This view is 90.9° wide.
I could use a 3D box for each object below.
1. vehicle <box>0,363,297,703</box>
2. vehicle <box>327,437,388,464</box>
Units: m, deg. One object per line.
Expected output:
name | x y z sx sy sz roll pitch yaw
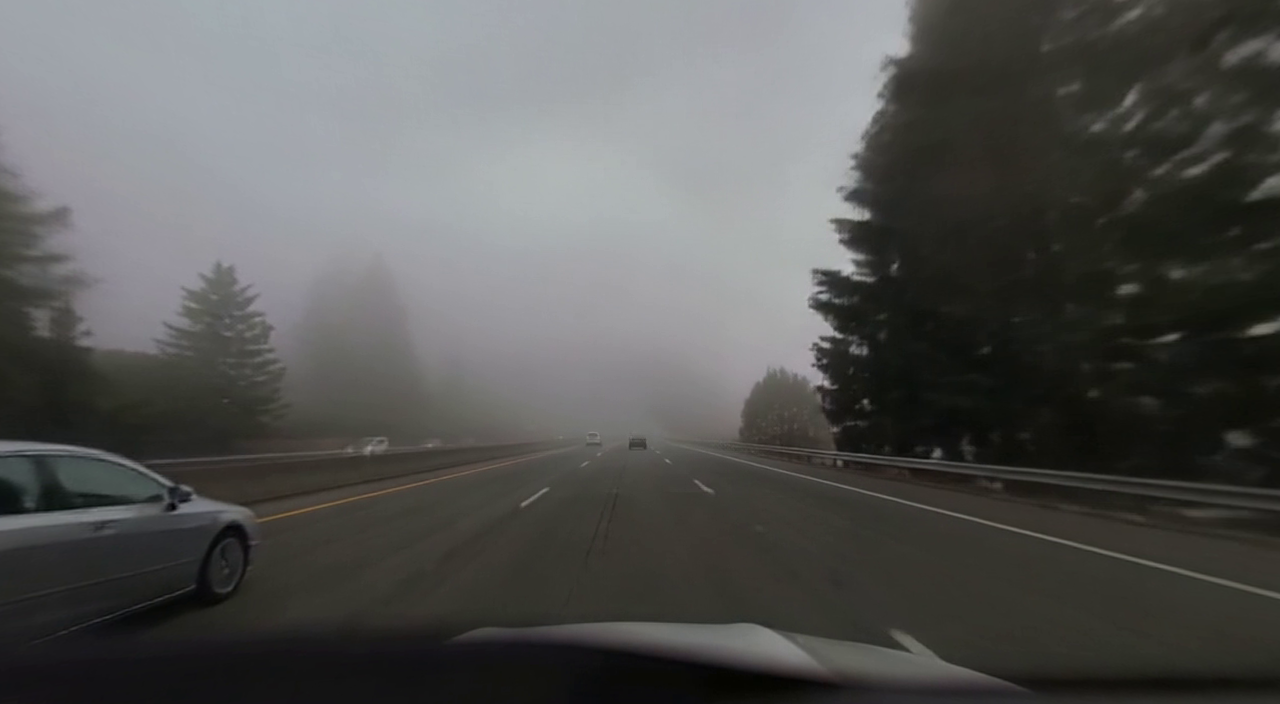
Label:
vehicle | -4.054 0.930 3.319 2.064 1.647 4.381 0 -8 -1
vehicle | -17.614 6.133 39.501 1.844 1.541 4.218 0 -8 -1
